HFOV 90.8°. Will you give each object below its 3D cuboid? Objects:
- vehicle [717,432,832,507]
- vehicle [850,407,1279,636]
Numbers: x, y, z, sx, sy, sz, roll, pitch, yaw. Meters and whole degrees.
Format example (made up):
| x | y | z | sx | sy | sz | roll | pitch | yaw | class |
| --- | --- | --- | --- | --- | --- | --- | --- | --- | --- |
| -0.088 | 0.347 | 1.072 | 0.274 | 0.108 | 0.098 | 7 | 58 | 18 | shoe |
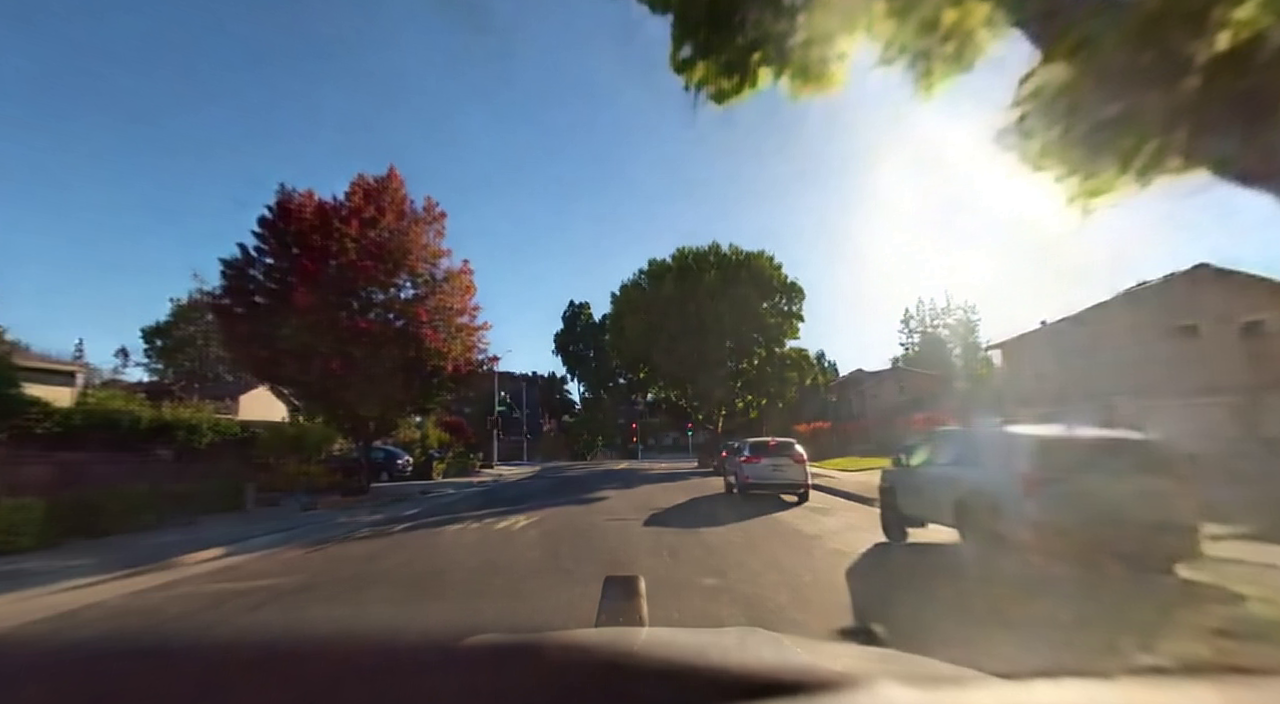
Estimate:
| x | y | z | sx | sy | sz | roll | pitch | yaw | class |
| --- | --- | --- | --- | --- | --- | --- | --- | --- | --- |
| 3.183 | 2.887 | 15.980 | 2.037 | 1.595 | 4.536 | 0 | -8 | 2 | vehicle |
| 4.109 | 1.529 | 6.828 | 2.043 | 1.585 | 4.687 | 0 | -8 | 0 | vehicle |
